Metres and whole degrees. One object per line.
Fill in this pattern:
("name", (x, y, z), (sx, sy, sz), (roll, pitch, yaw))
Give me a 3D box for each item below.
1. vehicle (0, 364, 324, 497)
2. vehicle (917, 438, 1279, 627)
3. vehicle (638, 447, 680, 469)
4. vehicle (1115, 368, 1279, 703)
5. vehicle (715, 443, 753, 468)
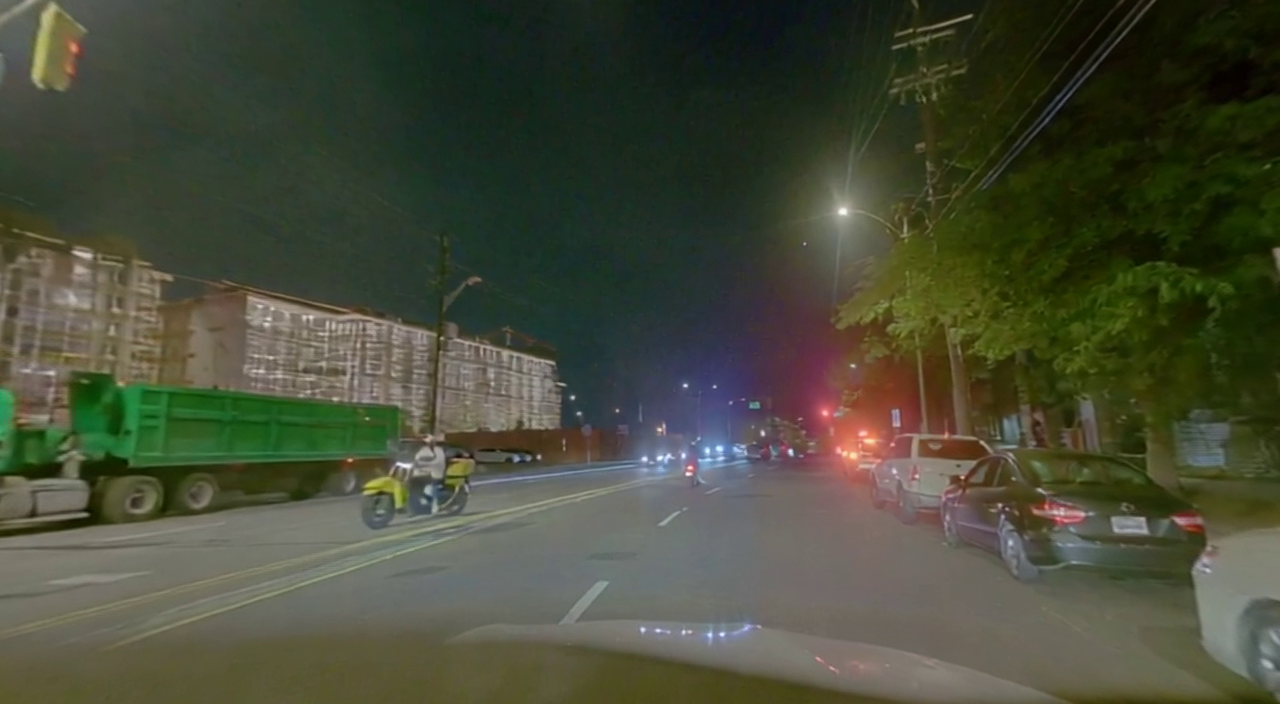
("vehicle", (-17.715, 2.607, 20.269), (3.442, 3.445, 16.952), (-2, -9, 13))
("vehicle", (4.838, 1.761, 7.406), (1.826, 1.469, 4.608), (-1, -8, 10))
("vehicle", (1.511, 8.126, 48.557), (1.905, 1.536, 4.714), (-3, -9, 18))
("vehicle", (3.618, 0.738, 1.423), (2.077, 1.685, 4.493), (-1, -8, 9))
("vehicle", (6.442, 6.988, 43.019), (1.925, 1.602, 4.090), (-2, -8, 18))
